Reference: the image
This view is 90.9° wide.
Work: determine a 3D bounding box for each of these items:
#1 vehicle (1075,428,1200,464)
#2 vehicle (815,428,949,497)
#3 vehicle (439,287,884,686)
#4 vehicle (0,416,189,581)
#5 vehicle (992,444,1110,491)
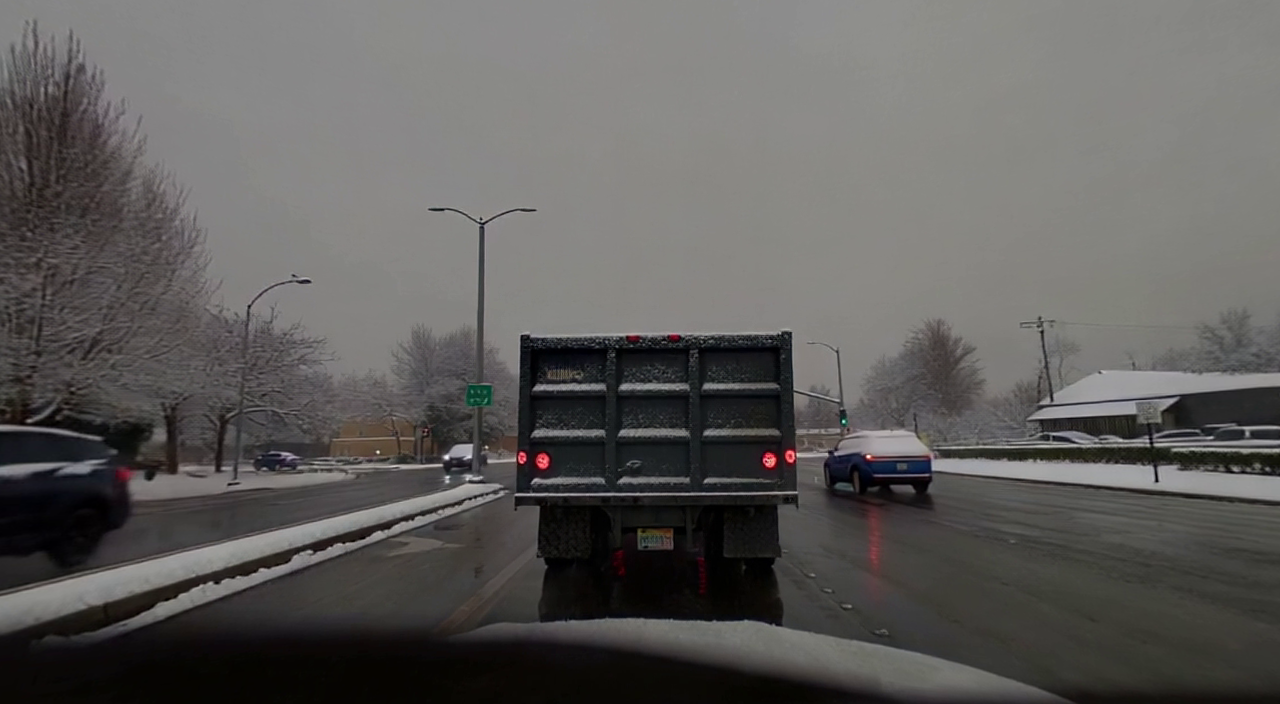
[{"bbox_3d":[23.113,4.383,29.425,4.171,1.614,1.894,-1,-8,1],"label":"vehicle"},{"bbox_3d":[7.099,3.288,19.187,2.160,1.772,4.883,-1,-8,1],"label":"vehicle"},{"bbox_3d":[0.269,1.294,7.390,2.650,2.391,7.008,-1,-8,3],"label":"vehicle"},{"bbox_3d":[-7.976,1.651,7.210,2.052,1.772,4.838,0,-8,0],"label":"vehicle"},{"bbox_3d":[14.305,4.006,22.222,1.702,1.475,3.670,-1,-8,1],"label":"vehicle"}]
